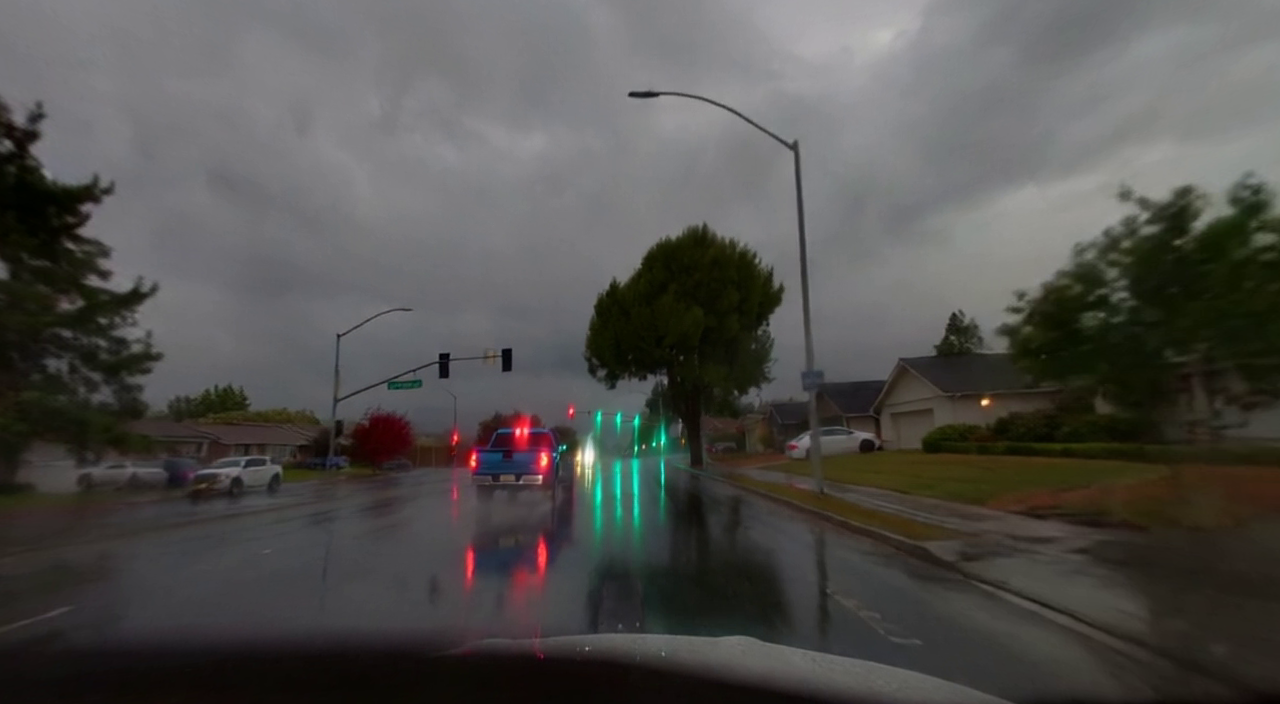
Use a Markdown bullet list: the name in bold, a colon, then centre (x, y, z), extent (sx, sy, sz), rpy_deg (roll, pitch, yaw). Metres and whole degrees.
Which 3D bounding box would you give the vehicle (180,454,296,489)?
- **vehicle**: centre (-21.228, 6.316, 33.528), extent (4.669, 1.745, 2.156), rpy_deg (-1, -9, 1)

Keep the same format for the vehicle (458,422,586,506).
- **vehicle**: centre (-3.140, 3.191, 18.412), extent (2.508, 2.001, 5.880), rpy_deg (-1, -9, 1)

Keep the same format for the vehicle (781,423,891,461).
- **vehicle**: centre (10.089, 4.690, 32.785), extent (4.882, 1.839, 2.243), rpy_deg (1, -9, -6)

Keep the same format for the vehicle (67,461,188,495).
- **vehicle**: centre (-26.867, 6.598, 33.250), extent (4.497, 1.634, 1.991), rpy_deg (0, -9, -3)
